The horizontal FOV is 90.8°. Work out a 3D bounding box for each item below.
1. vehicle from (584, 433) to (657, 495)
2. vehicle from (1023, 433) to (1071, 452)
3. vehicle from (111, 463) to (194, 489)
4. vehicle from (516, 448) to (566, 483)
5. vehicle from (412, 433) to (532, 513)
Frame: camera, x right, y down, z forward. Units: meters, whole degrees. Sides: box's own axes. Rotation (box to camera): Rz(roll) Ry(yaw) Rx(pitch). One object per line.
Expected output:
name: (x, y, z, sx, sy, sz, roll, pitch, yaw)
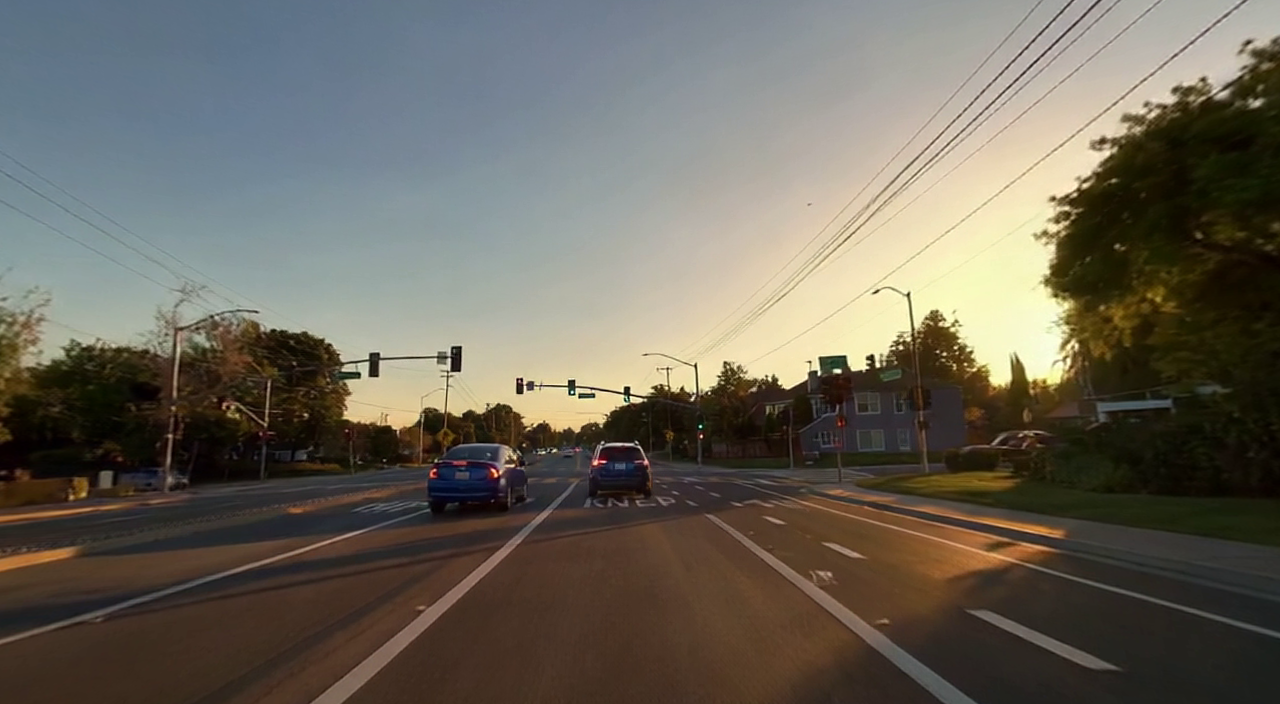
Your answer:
vehicle: (-0.654, 3.670, 21.060, 2.155, 1.836, 4.250, 0, -9, -2)
vehicle: (31.186, 6.965, 48.526, 1.754, 1.414, 3.590, -1, -9, 10)
vehicle: (-35.413, 8.957, 45.916, 4.533, 1.738, 2.151, -2, -9, 10)
vehicle: (-4.471, 5.166, 29.080, 1.863, 1.449, 4.153, 1, -9, -3)
vehicle: (-3.933, 2.890, 15.546, 1.899, 1.685, 4.121, 0, -9, -1)
